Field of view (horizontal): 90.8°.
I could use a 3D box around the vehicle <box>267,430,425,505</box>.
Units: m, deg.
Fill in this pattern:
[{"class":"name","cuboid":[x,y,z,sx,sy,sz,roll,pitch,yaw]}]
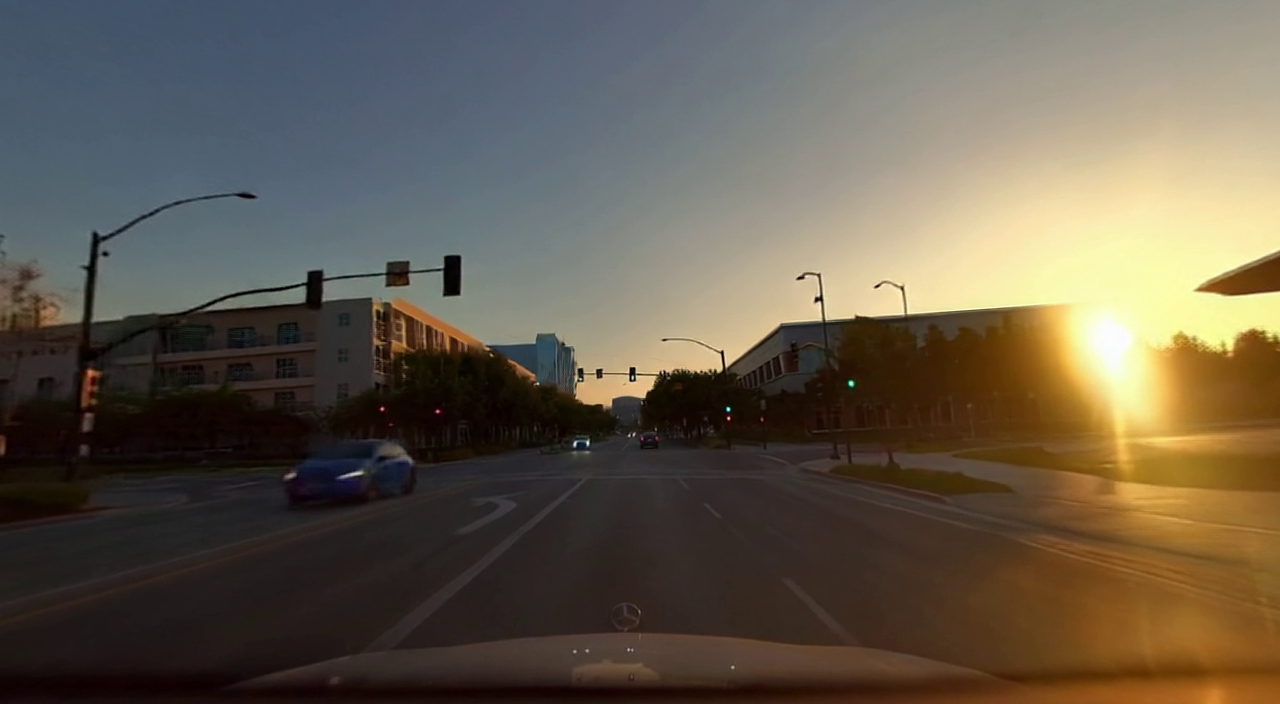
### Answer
[{"class":"vehicle","cuboid":[-7.526,2.987,16.755,2.165,1.685,4.274,0,-9,-1]}]
